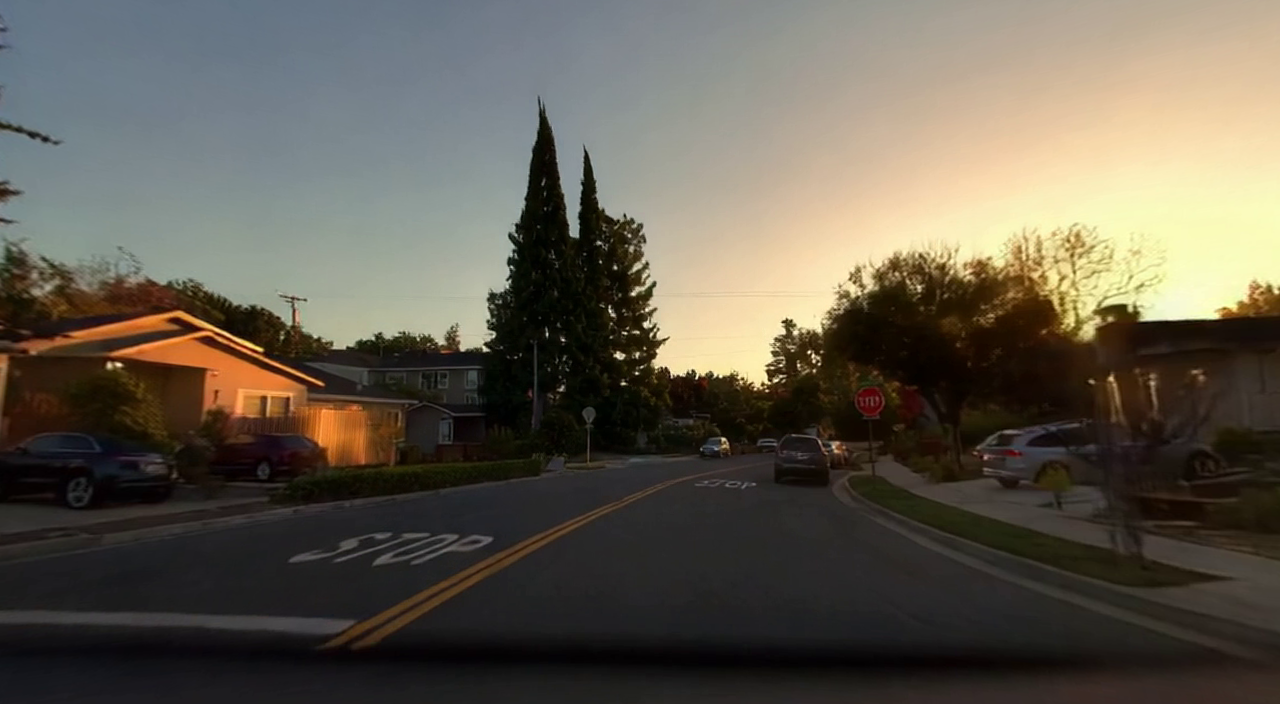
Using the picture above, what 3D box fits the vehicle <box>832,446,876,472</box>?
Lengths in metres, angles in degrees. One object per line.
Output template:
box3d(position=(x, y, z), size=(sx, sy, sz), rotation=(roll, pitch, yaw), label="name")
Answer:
box3d(position=(13.600, 6.744, 39.915), size=(2.083, 1.493, 5.037), rotation=(-3, -10, 24), label="vehicle")

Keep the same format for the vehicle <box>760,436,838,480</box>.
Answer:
box3d(position=(6.891, 4.457, 26.850), size=(2.692, 1.649, 4.689), rotation=(-3, -9, 20), label="vehicle")
